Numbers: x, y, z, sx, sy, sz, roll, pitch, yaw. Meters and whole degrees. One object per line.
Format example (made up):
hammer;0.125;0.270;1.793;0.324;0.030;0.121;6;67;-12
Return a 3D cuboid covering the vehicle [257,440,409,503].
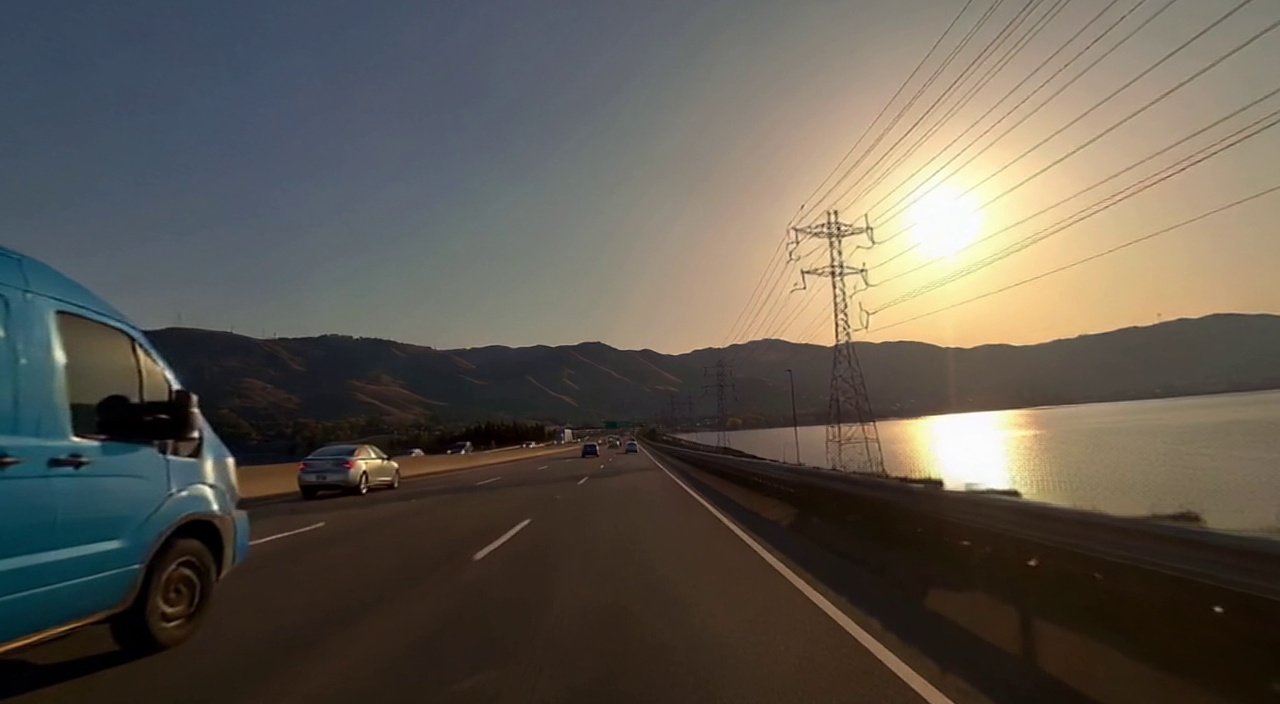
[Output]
vehicle;-8.015;3.138;17.053;1.847;1.456;4.471;0;-8;0

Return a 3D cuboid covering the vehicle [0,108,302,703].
vehicle;-3.870;0.204;1.604;2.331;2.757;6.581;0;-8;0

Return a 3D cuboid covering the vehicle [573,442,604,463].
vehicle;-3.961;7.810;49.352;2.097;1.514;4.209;0;-8;-1
